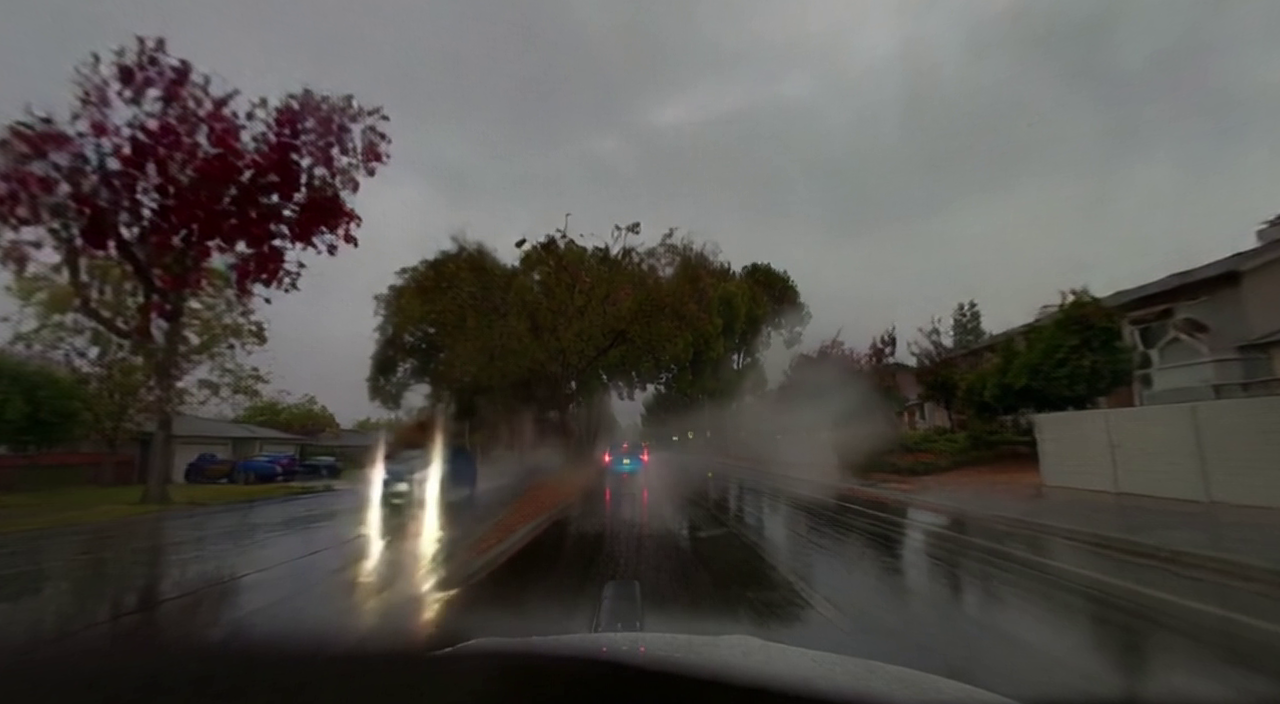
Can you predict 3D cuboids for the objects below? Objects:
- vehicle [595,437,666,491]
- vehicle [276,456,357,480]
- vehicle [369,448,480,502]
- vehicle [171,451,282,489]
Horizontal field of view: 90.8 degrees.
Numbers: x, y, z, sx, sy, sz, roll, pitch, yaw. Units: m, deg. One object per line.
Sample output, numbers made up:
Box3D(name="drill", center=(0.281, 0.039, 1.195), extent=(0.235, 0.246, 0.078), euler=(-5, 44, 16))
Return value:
Box3D(name="vehicle", center=(-0.272, 3.743, 21.432), extent=(2.181, 1.639, 4.127), euler=(0, -9, 1))
Box3D(name="vehicle", center=(-21.609, 7.747, 42.299), extent=(4.366, 1.526, 1.921), euler=(0, -9, 0))
Box3D(name="vehicle", center=(-6.582, 3.773, 19.891), extent=(1.907, 1.471, 4.455), euler=(0, -9, 0))
Box3D(name="vehicle", center=(-21.614, 6.163, 33.168), extent=(4.470, 1.917, 1.932), euler=(-1, -9, 3))
